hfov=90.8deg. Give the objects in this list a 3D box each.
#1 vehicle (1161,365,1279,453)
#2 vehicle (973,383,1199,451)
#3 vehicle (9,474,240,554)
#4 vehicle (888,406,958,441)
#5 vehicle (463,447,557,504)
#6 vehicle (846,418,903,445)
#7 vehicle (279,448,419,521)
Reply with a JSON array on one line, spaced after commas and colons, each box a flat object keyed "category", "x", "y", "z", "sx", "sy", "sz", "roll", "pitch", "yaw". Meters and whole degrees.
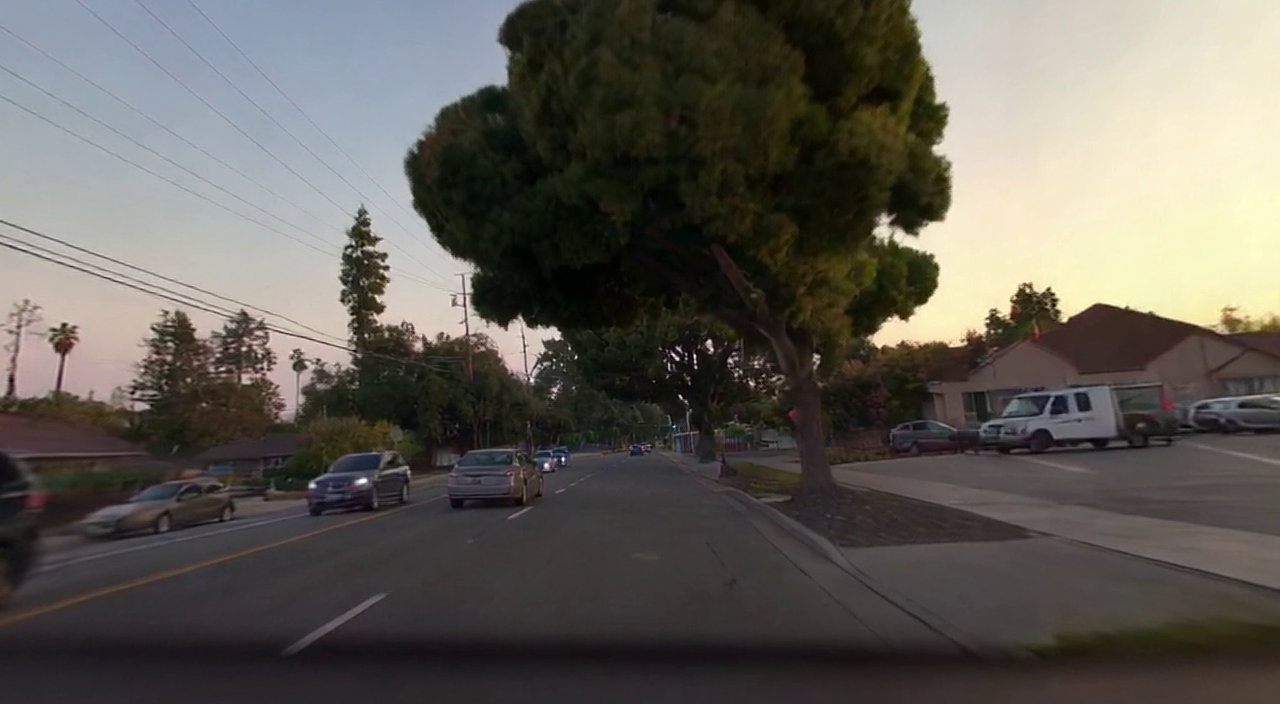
[{"category": "vehicle", "x": 19.737, "y": 1.783, "z": 19.297, "sx": 4.982, "sy": 2.516, "sz": 2.697, "roll": -2, "pitch": -9, "yaw": 12}, {"category": "vehicle", "x": 13.934, "y": 2.120, "z": 20.094, "sx": 5.266, "sy": 2.021, "sz": 2.329, "roll": -1, "pitch": -8, "yaw": 4}, {"category": "vehicle", "x": -12.395, "y": 3.874, "z": 15.693, "sx": 1.935, "sy": 1.463, "sz": 4.449, "roll": 0, "pitch": -8, "yaw": 1}, {"category": "vehicle", "x": 17.445, "y": 4.504, "z": 39.218, "sx": 2.014, "sy": 2.048, "sz": 4.717, "roll": 0, "pitch": -8, "yaw": -2}, {"category": "vehicle", "x": -3.732, "y": 3.602, "z": 18.950, "sx": 1.943, "sy": 1.455, "sz": 4.414, "roll": 0, "pitch": -8, "yaw": -1}, {"category": "vehicle", "x": 14.388, "y": 4.963, "z": 38.954, "sx": 1.835, "sy": 1.549, "sz": 4.178, "roll": 0, "pitch": -8, "yaw": -1}, {"category": "vehicle", "x": -8.041, "y": 3.639, "z": 17.986, "sx": 1.956, "sy": 1.751, "sz": 4.354, "roll": 0, "pitch": -8, "yaw": -1}]
